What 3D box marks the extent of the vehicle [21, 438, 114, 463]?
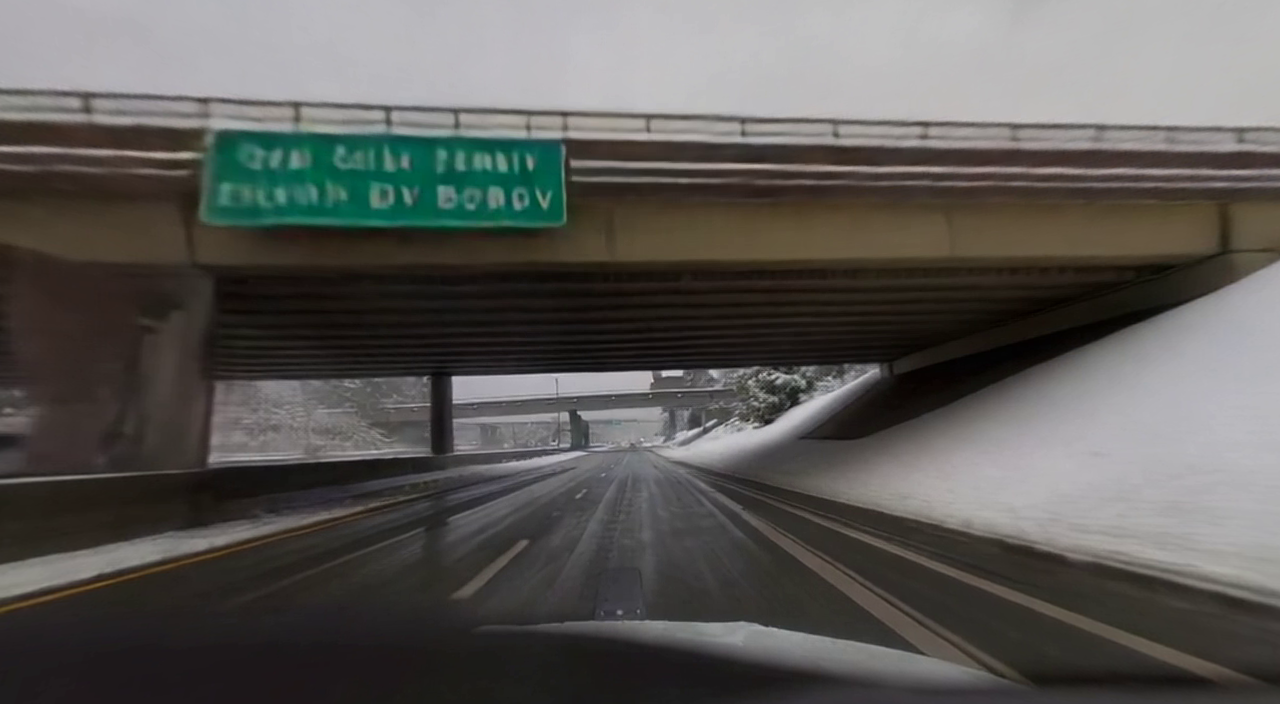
[{"bbox_3d":[-39.675,6.848,43.699,4.217,1.611,1.993,1,-9,-11],"label":"vehicle"}]
